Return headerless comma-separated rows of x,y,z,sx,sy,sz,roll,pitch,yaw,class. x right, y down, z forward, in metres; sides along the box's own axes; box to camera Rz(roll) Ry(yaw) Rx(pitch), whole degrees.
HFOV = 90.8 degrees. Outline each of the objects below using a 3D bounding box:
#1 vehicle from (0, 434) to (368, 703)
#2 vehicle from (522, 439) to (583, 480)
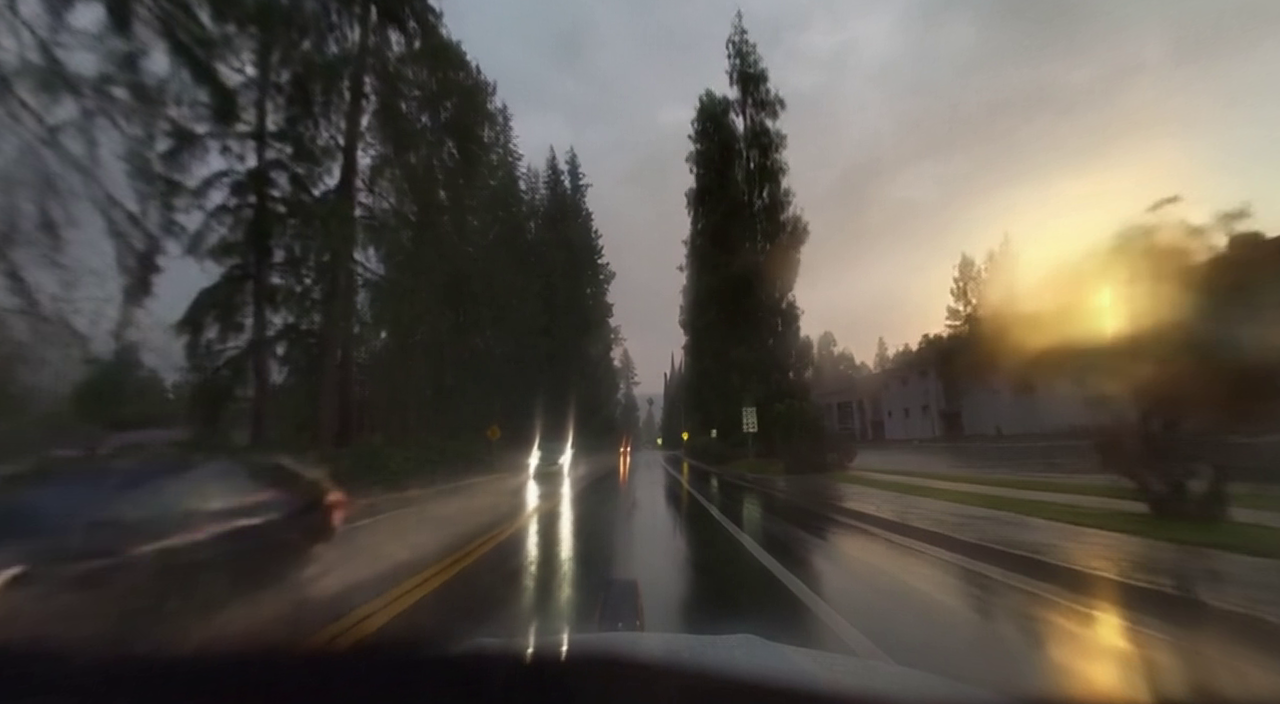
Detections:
-4.024,1.388,4.651,2.031,1.477,4.450,0,-8,0,vehicle
-4.028,5.049,30.016,2.124,1.754,4.791,0,-8,1,vehicle
